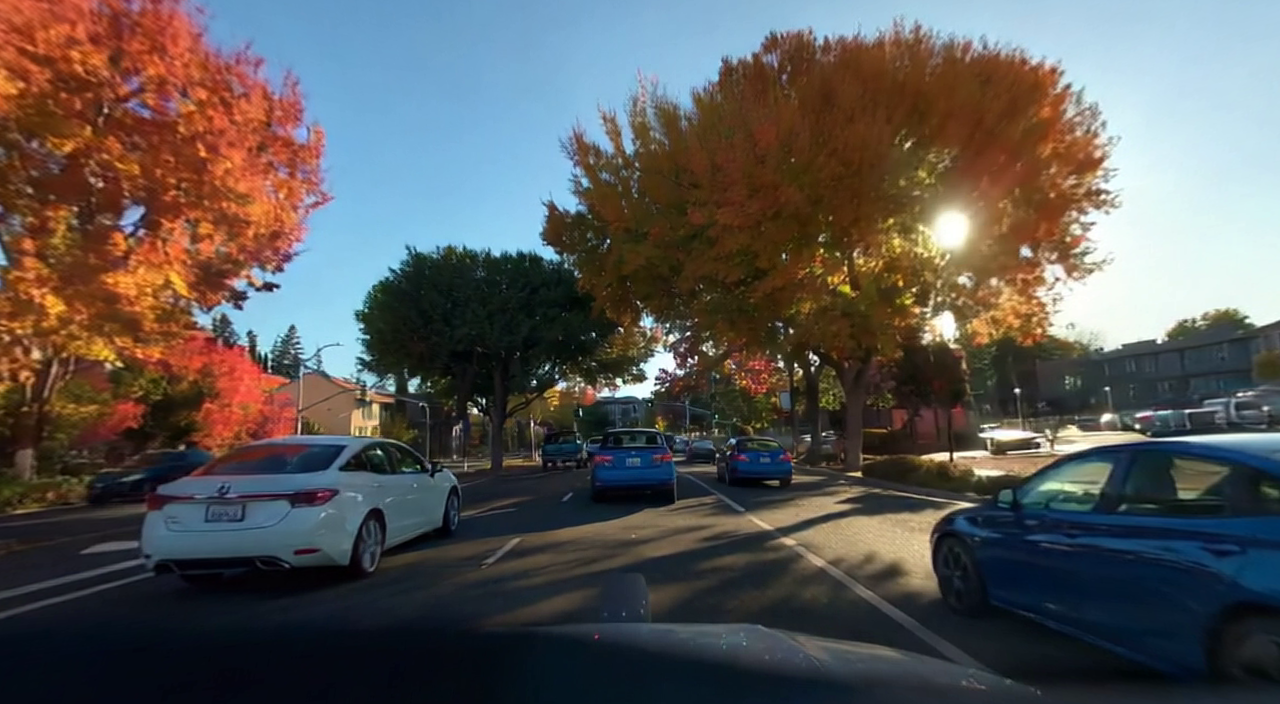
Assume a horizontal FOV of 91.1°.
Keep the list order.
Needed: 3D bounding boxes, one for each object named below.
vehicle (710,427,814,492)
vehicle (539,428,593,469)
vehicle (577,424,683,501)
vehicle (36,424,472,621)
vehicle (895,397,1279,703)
[{"bbox_3d":[3.390,3.096,18.409,2.019,1.675,4.488,0,-8,-2],"label":"vehicle"},{"bbox_3d":[-3.908,5.232,34.101,2.246,2.062,5.123,0,-8,1],"label":"vehicle"},{"bbox_3d":[-0.236,2.734,15.850,2.293,1.662,4.262,0,-8,-1],"label":"vehicle"},{"bbox_3d":[-3.567,1.639,7.120,1.997,1.479,4.547,0,-8,1],"label":"vehicle"},{"bbox_3d":[3.364,1.074,3.400,2.060,1.474,4.475,0,-8,0],"label":"vehicle"}]
